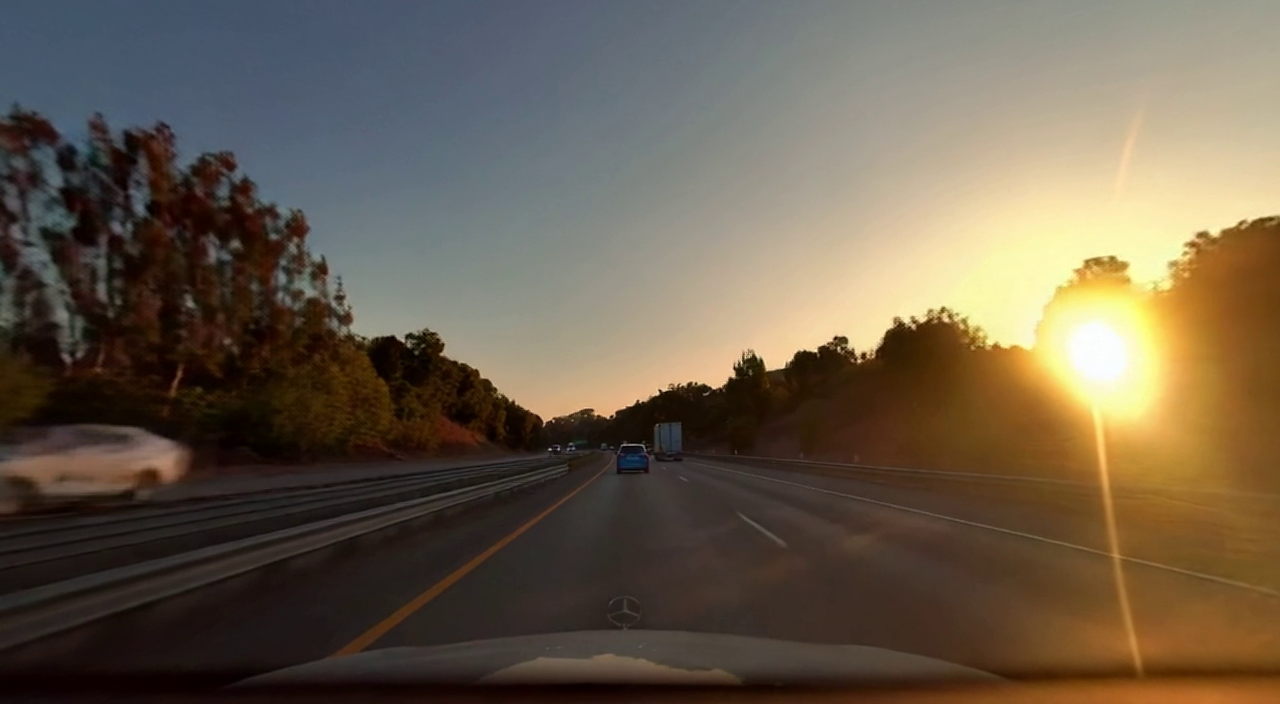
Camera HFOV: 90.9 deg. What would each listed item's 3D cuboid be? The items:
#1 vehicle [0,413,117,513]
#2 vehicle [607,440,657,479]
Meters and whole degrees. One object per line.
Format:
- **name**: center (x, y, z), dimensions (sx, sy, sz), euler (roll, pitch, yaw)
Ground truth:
- **vehicle**: center (-12.141, 1.943, 10.975), dimensions (1.994, 1.729, 4.652), euler (0, -9, 0)
- **vehicle**: center (-0.371, 5.083, 30.014), dimensions (2.190, 1.706, 4.062), euler (0, -9, 0)
